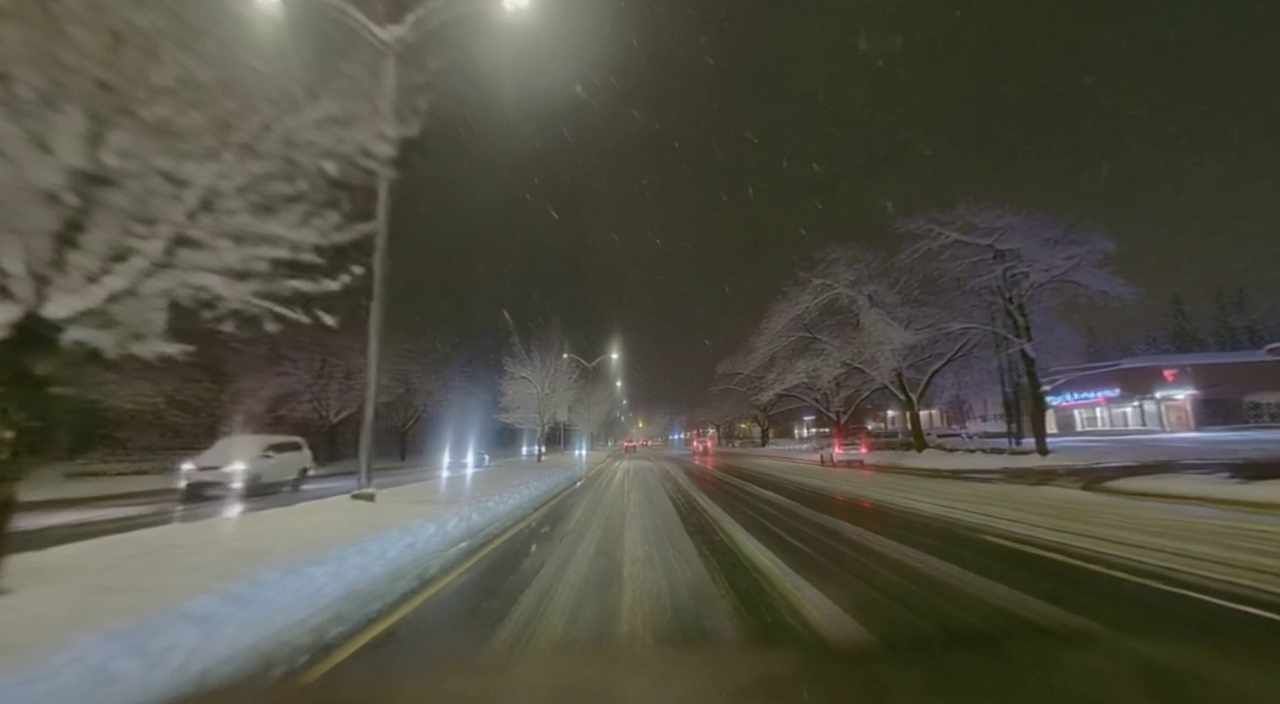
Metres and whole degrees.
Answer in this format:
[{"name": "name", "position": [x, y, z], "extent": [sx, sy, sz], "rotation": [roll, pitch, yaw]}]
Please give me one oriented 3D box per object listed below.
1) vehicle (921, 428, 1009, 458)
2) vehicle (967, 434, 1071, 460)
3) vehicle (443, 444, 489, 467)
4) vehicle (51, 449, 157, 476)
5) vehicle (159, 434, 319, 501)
[{"name": "vehicle", "position": [22.624, 6.362, 44.185], "extent": [4.824, 1.976, 2.281], "rotation": [-1, -8, 2]}, {"name": "vehicle", "position": [22.316, 5.622, 37.373], "extent": [4.724, 1.471, 2.203], "rotation": [0, -8, -2]}, {"name": "vehicle", "position": [-11.983, 7.146, 43.840], "extent": [1.937, 1.508, 4.650], "rotation": [0, -8, -1]}, {"name": "vehicle", "position": [-30.869, 6.370, 36.498], "extent": [4.308, 1.474, 1.917], "rotation": [0, -8, -2]}, {"name": "vehicle", "position": [-11.659, 3.362, 18.808], "extent": [1.985, 1.715, 4.330], "rotation": [0, -8, -2]}]
